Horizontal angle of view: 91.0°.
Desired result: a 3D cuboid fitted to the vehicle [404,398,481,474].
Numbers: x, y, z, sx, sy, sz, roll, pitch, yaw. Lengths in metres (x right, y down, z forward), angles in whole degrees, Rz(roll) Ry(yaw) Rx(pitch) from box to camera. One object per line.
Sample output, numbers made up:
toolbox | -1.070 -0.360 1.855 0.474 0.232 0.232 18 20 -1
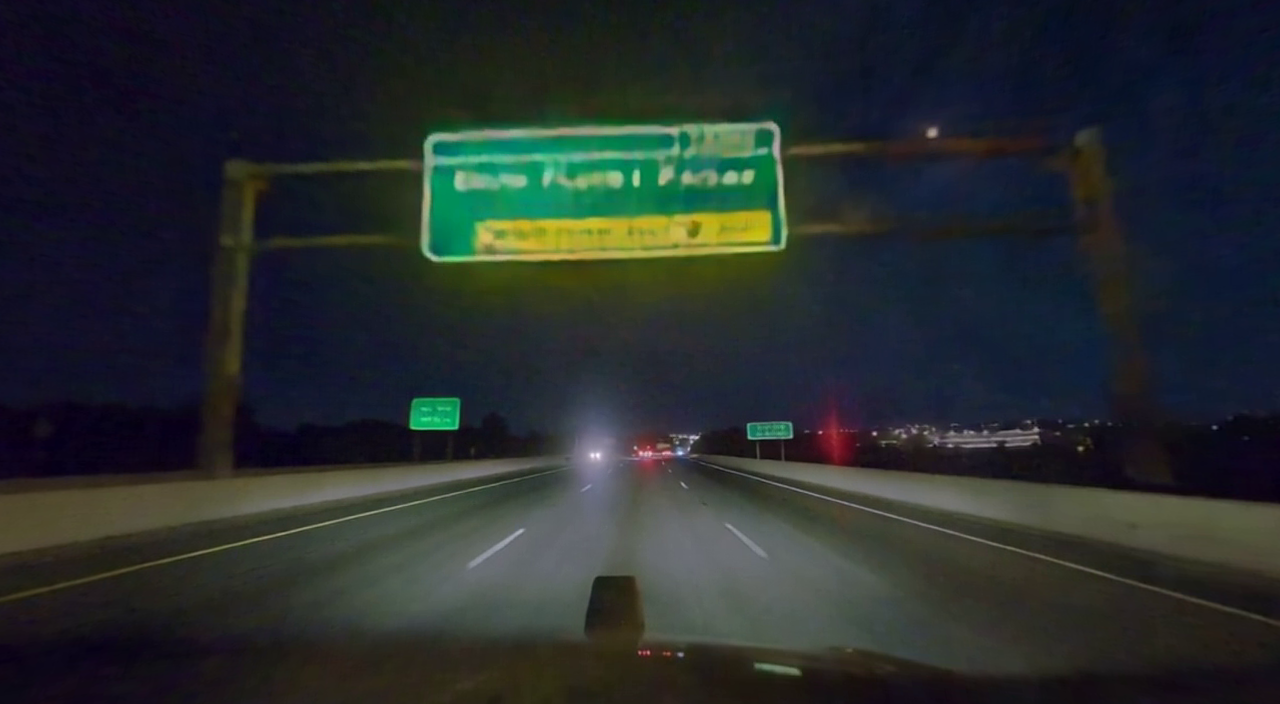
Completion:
vehicle | -10.814 4.688 34.872 2.818 3.939 3.780 0 -9 1
